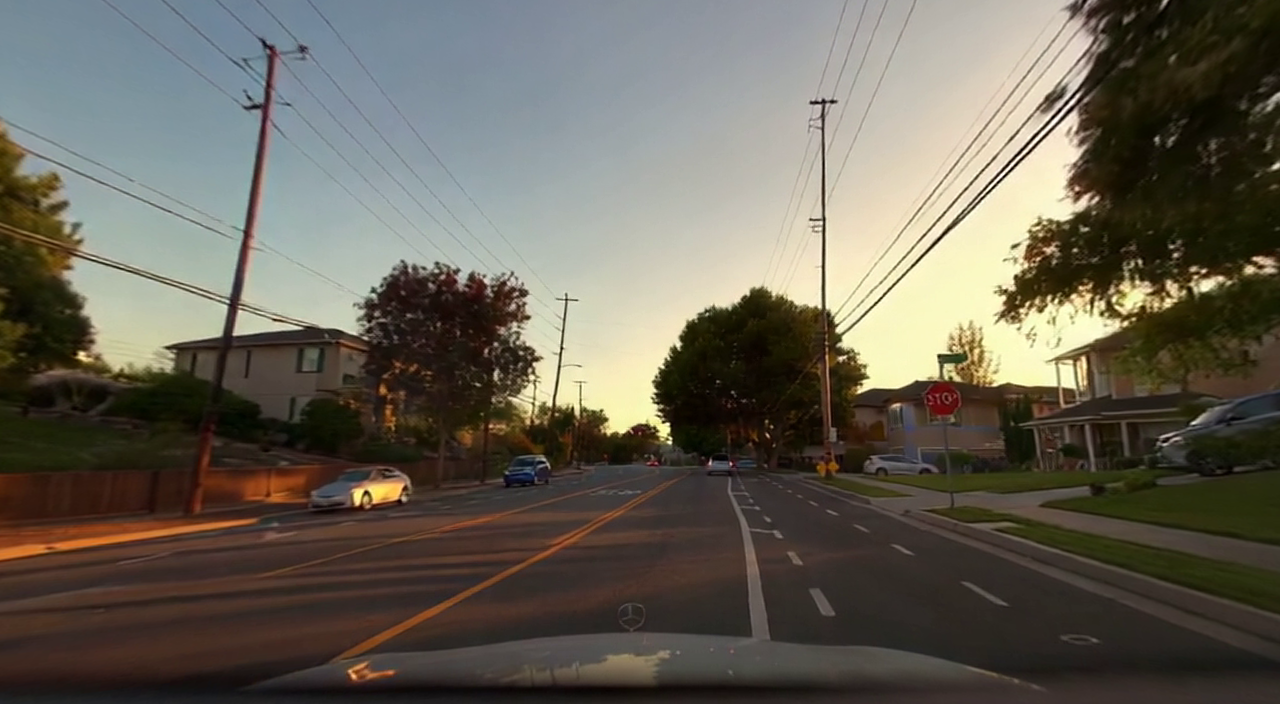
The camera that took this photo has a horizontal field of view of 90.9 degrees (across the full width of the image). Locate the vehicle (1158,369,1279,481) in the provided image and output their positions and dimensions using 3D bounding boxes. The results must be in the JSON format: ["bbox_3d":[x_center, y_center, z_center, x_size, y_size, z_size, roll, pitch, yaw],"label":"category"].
[{"bbox_3d":[15.527,1.723,15.046,1.926,2.031,5.177,1,-18,3],"label":"vehicle"}]

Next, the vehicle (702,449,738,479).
[{"bbox_3d":[5.556,7.743,43.756,2.284,1.741,4.702,2,-7,8],"label":"vehicle"}]

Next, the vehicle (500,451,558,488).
[{"bbox_3d":[-6.647,7.100,38.450,1.998,2.047,5.167,-1,-8,7],"label":"vehicle"}]

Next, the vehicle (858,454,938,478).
[{"bbox_3d":[17.648,7.804,43.237,4.648,1.511,1.919,0,-8,5],"label":"vehicle"}]

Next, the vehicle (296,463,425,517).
[{"bbox_3d":[-9.257,4.579,21.376,1.965,1.455,4.472,0,-8,5],"label":"vehicle"}]
